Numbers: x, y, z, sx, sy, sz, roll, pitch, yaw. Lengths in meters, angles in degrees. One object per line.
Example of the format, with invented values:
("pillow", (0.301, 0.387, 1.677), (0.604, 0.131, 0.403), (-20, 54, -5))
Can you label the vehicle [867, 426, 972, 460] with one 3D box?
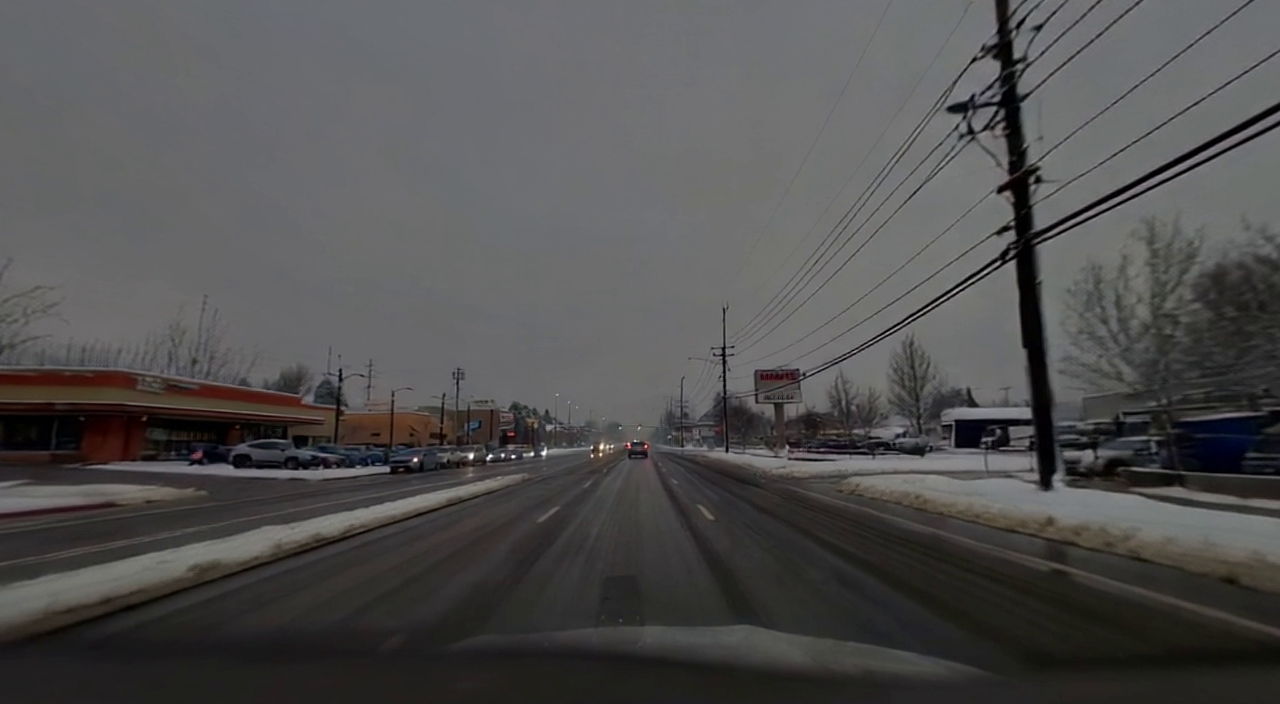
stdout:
("vehicle", (15.276, 5.020, 34.734), (4.667, 1.775, 2.199), (0, -8, -1))

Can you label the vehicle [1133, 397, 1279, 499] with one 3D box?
("vehicle", (13.717, 2.029, 13.484), (4.579, 2.003, 1.942), (0, -8, 2))

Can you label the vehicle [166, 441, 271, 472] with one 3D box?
("vehicle", (-24.022, 5.956, 36.245), (4.527, 1.679, 2.055), (3, -9, -18))

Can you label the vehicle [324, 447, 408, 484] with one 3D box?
("vehicle", (-13.844, 5.713, 32.278), (2.014, 1.523, 5.092), (-3, -8, 1))

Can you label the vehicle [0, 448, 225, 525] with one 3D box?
("vehicle", (-13.690, 3.434, 16.847), (1.955, 1.549, 5.009), (-2, -8, -2))

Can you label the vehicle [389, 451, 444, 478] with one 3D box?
("vehicle", (-13.713, 6.909, 39.076), (1.791, 1.377, 4.807), (-2, -8, -2))
